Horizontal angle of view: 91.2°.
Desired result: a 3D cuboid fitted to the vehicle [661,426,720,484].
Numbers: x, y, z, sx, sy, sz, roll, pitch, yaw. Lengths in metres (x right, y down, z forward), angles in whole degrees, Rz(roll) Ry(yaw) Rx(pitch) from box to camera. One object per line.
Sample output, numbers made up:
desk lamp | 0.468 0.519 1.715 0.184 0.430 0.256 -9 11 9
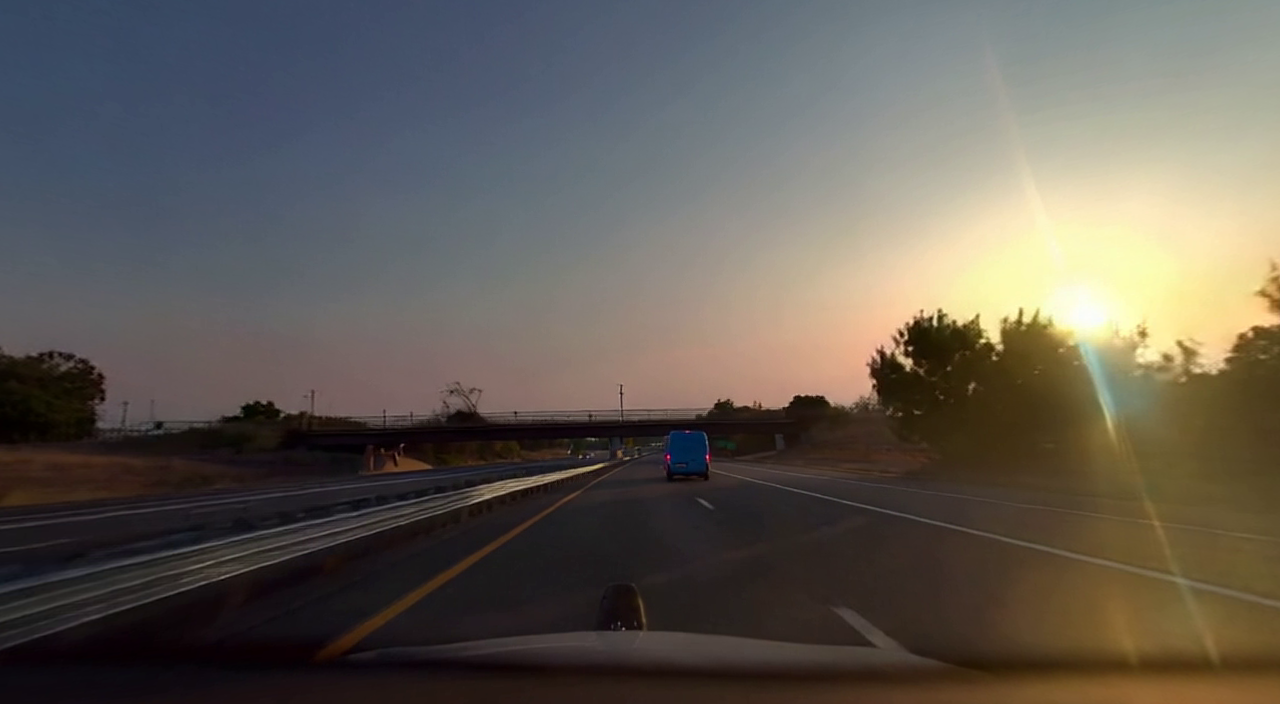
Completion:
vehicle | 2.385 5.141 31.475 2.560 2.598 5.581 -1 -9 1
